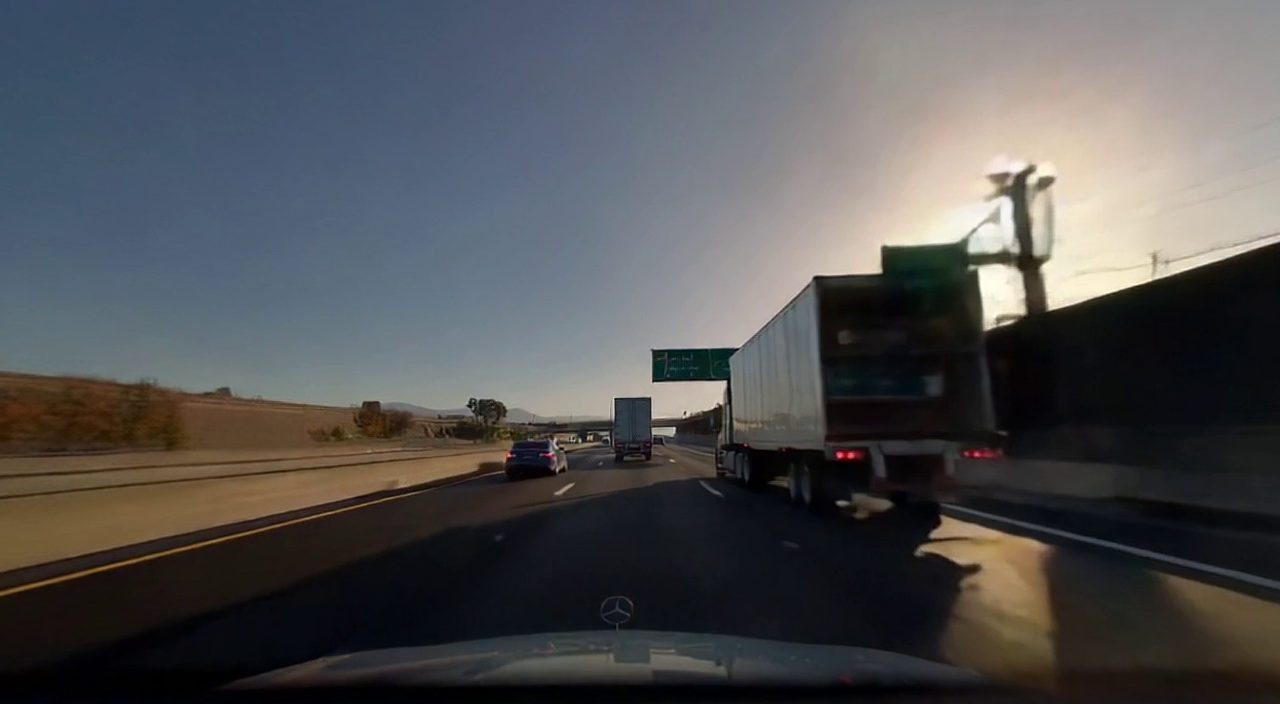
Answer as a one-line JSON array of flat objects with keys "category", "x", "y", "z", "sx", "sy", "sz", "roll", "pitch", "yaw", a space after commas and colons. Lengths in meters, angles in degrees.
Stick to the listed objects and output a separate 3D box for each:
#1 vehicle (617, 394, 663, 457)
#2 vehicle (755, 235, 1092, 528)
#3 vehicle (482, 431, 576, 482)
[{"category": "vehicle", "x": 0.125, "y": 5.681, "z": 47.564, "sx": 2.966, "sy": 4.072, "sz": 13.408, "roll": 0, "pitch": -8, "yaw": 1}, {"category": "vehicle", "x": 4.531, "y": 0.903, "z": 12.681, "sx": 2.873, "sy": 3.998, "sz": 8.286, "roll": 0, "pitch": -8, "yaw": 0}, {"category": "vehicle", "x": -3.659, "y": 3.555, "z": 21.855, "sx": 2.208, "sy": 1.542, "sz": 5.138, "roll": 0, "pitch": -8, "yaw": 1}]
